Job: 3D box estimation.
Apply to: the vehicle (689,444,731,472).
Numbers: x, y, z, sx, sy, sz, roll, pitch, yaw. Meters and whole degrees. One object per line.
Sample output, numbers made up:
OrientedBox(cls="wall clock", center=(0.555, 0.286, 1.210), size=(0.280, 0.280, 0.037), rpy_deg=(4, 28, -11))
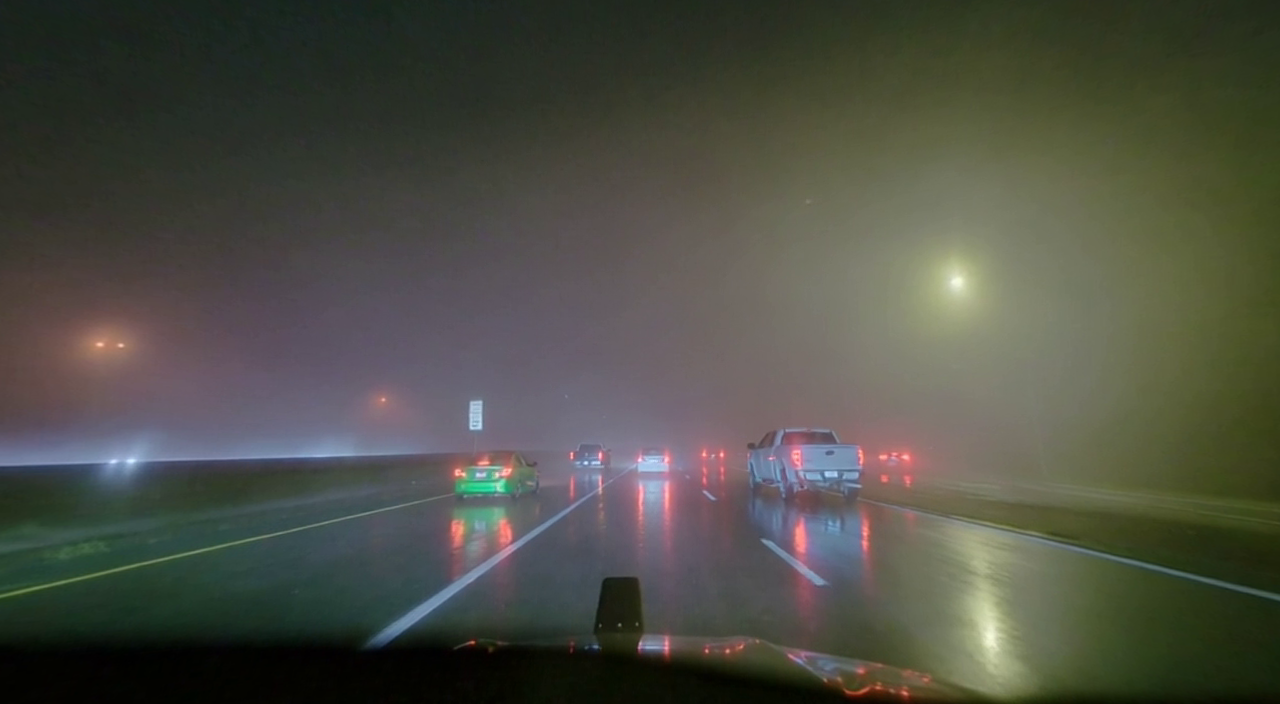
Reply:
OrientedBox(cls="vehicle", center=(4.404, 6.745, 40.378), size=(2.145, 1.636, 4.437), rpy_deg=(0, -9, 0))

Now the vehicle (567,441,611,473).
OrientedBox(cls="vehicle", center=(-3.076, 6.478, 39.090), size=(2.176, 1.783, 4.799), rpy_deg=(0, -9, 1))

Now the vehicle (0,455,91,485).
OrientedBox(cls="vehicle", center=(-41.879, 8.137, 43.806), size=(2.088, 1.814, 5.735), rpy_deg=(0, -9, 1))

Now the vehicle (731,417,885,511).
OrientedBox(cls="vehicle", center=(3.921, 2.765, 16.011), size=(2.340, 1.925, 5.529), rpy_deg=(0, -9, 0))

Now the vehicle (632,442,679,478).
OrientedBox(cls="vehicle", center=(0.716, 5.210, 30.586), size=(2.147, 1.572, 4.094), rpy_deg=(0, -9, 0))

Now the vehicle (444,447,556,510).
OrientedBox(cls="vehicle", center=(-3.564, 3.287, 16.884), size=(1.947, 1.424, 4.264), rpy_deg=(0, -9, 1))

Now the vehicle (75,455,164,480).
OrientedBox(cls="vehicle", center=(-37.724, 8.386, 45.844), size=(1.903, 1.606, 5.214), rpy_deg=(0, -9, 1))
